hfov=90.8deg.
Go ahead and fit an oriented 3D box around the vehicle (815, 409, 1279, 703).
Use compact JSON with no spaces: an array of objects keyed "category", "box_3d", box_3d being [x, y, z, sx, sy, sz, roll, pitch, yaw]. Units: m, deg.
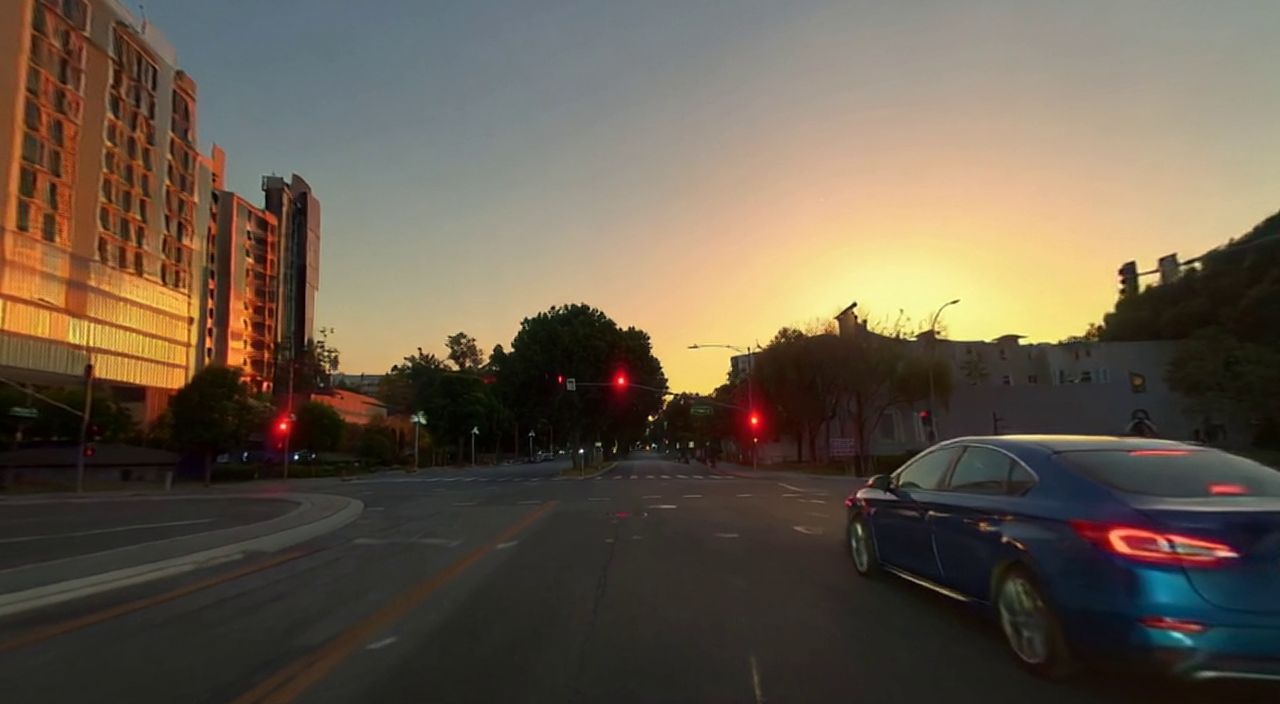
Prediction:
[{"category":"vehicle","box_3d":[3.143,1.356,4.952,2.089,1.539,4.767,0,-9,-1]}]
